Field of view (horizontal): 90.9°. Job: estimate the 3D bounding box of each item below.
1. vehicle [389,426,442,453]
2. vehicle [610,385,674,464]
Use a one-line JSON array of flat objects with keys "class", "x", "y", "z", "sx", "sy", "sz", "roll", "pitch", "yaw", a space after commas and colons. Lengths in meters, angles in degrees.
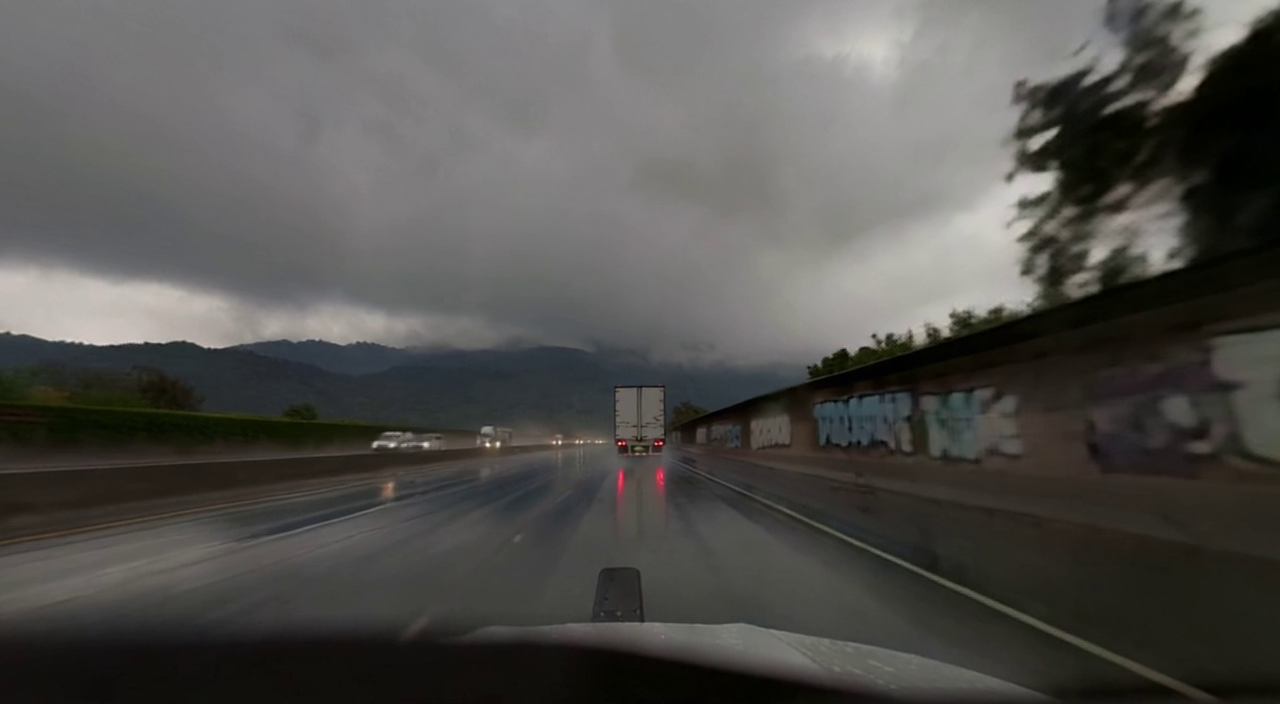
[{"class": "vehicle", "x": -15.765, "y": 6.166, "z": 44.527, "sx": 2.030, "sy": 1.734, "sz": 4.748, "roll": 0, "pitch": -8, "yaw": -1}, {"class": "vehicle", "x": -0.142, "y": 4.184, "z": 35.610, "sx": 2.921, "sy": 3.765, "sz": 10.773, "roll": 1, "pitch": -8, "yaw": -3}]
